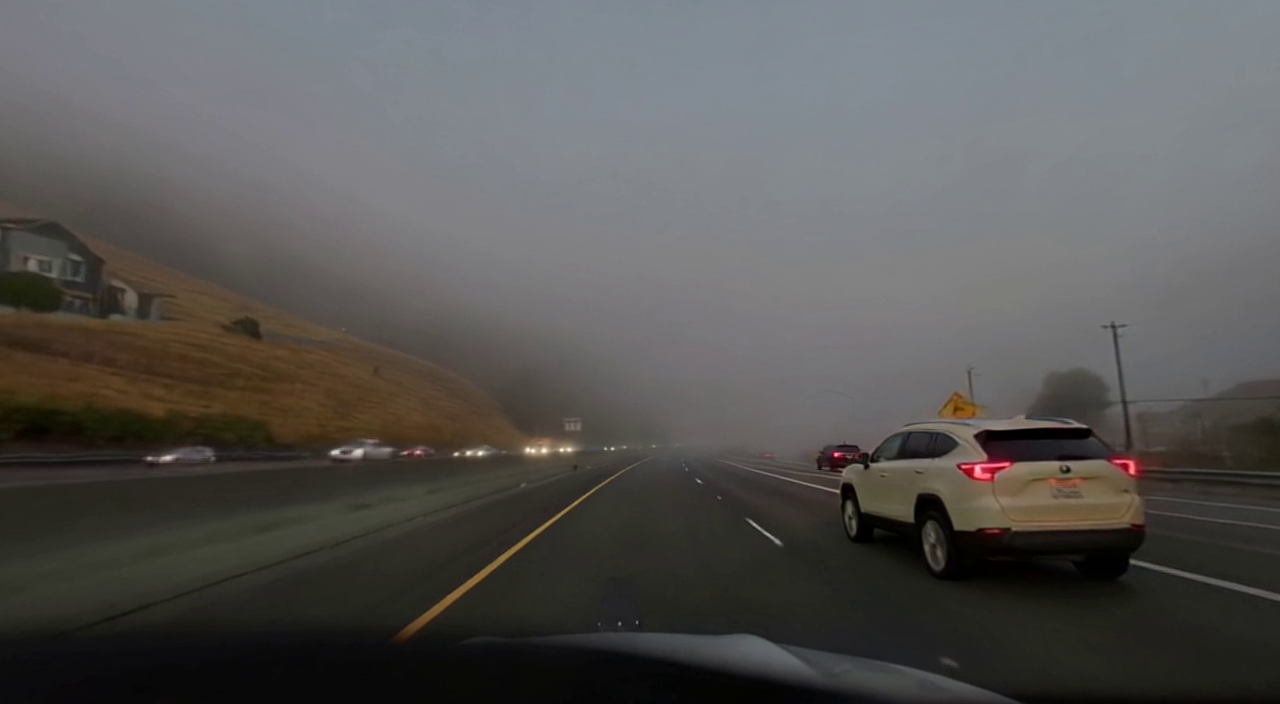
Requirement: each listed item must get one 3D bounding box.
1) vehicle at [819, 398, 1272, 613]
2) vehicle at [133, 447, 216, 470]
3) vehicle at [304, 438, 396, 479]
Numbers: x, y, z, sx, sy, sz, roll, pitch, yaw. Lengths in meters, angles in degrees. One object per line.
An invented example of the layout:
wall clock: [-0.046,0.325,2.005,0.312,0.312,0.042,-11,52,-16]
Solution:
vehicle: [4.022,1.612,7.568,2.318,1.766,4.587,0,-9,-1]
vehicle: [-32.364,7.395,43.927,1.971,1.477,4.562,-1,-9,5]
vehicle: [-16.217,5.953,35.643,2.238,2.109,5.879,0,-9,2]
